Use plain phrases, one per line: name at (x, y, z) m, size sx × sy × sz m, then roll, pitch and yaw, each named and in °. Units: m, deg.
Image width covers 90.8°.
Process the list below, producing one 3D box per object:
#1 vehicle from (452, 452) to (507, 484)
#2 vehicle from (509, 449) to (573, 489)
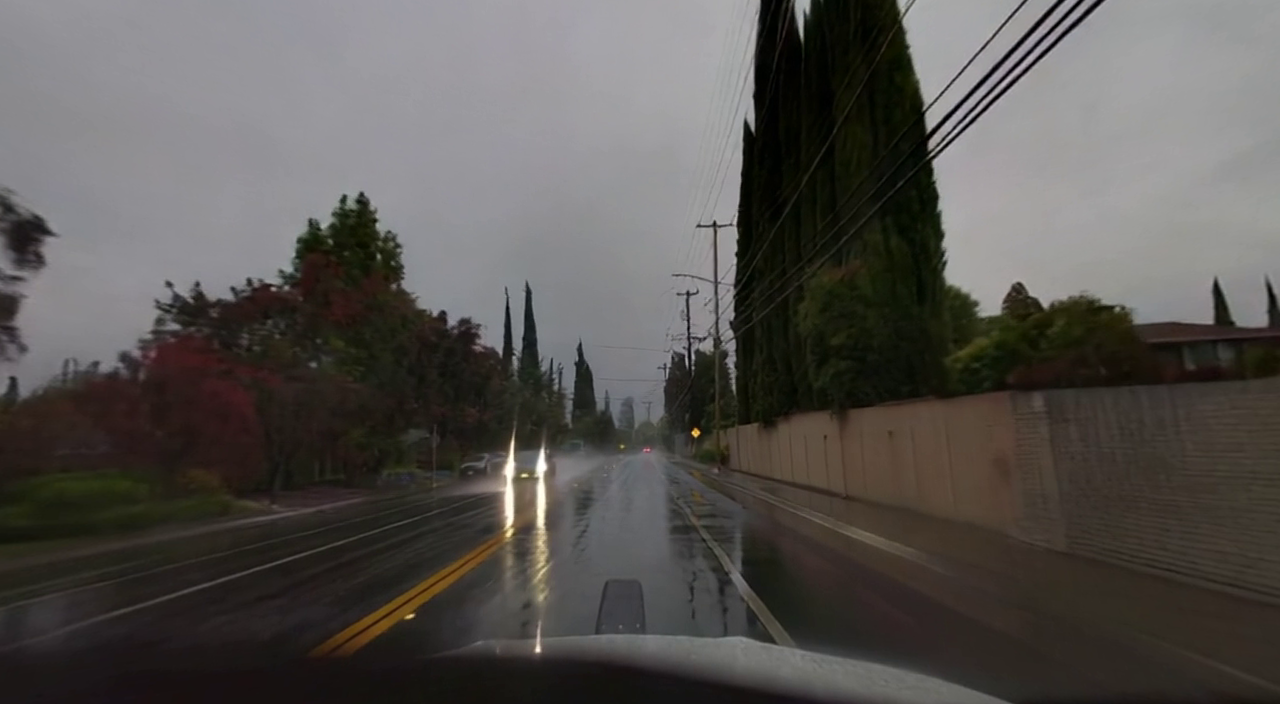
vehicle at (-9.896, 7.159, 39.306) m, size 2.269 × 1.861 × 4.422 m, roll 0°, pitch -9°, yaw 0°
vehicle at (-3.971, 4.758, 26.035) m, size 1.889 × 1.503 × 4.232 m, roll 0°, pitch -9°, yaw 1°
